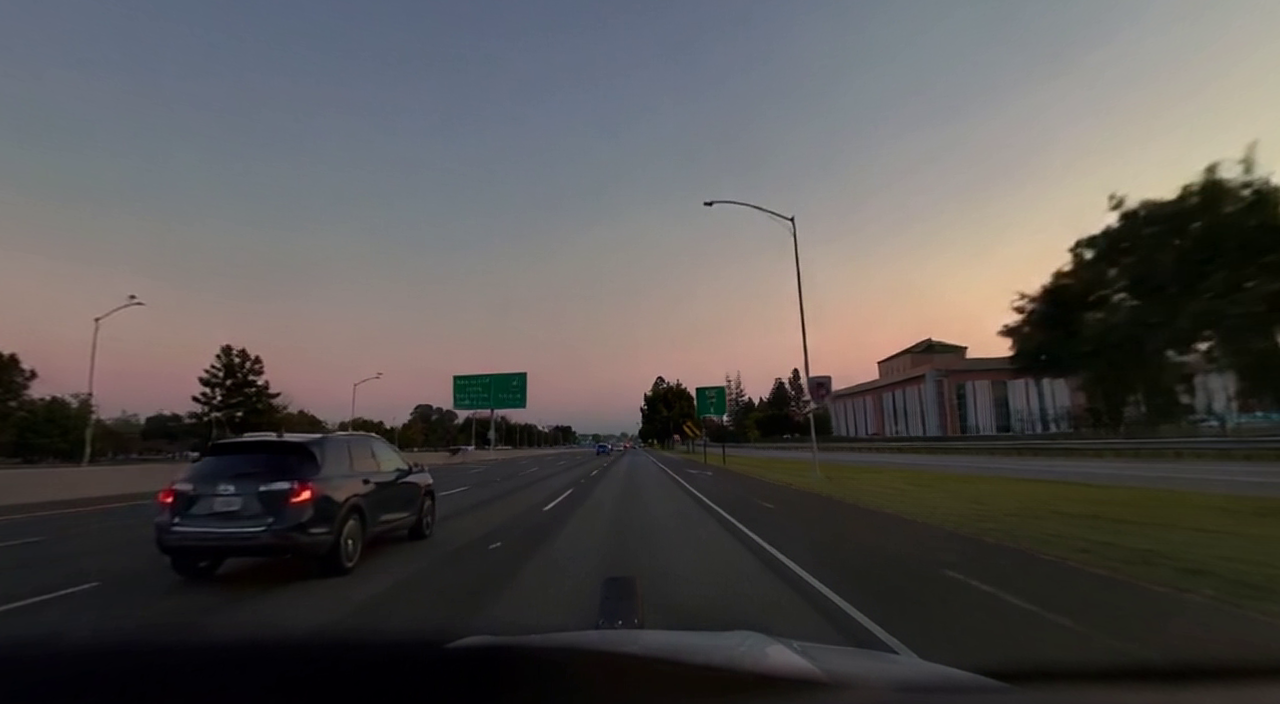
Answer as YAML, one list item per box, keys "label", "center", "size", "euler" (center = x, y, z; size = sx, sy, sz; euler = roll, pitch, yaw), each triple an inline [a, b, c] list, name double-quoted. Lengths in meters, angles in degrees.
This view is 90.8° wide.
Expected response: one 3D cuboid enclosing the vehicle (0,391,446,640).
- label: "vehicle"
  center: [-3.950, 1.518, 6.953]
  size: [2.150, 1.761, 4.697]
  euler: [0, -8, 0]
